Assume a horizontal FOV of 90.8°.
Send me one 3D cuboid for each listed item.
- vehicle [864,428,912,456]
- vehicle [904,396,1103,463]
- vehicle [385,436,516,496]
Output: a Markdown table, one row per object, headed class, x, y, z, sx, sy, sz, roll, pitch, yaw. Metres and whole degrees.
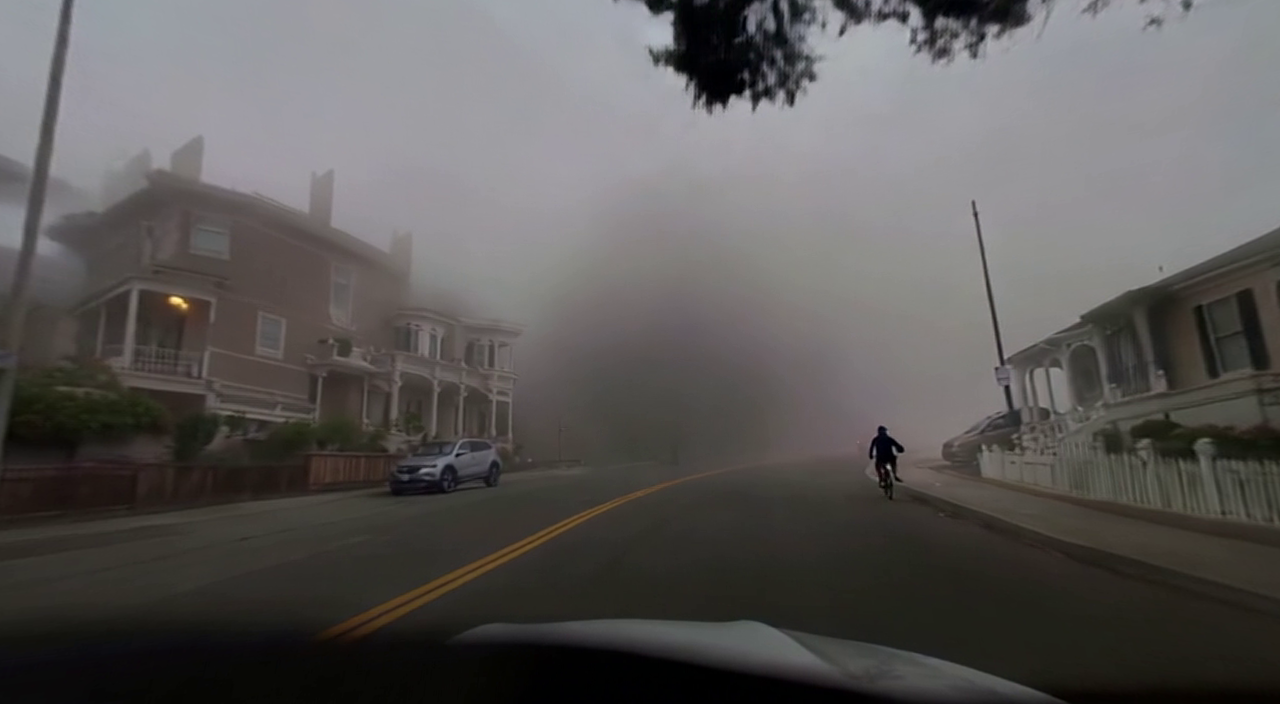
| class | x | y | z | sx | sy | sz | roll | pitch | yaw |
| --- | --- | --- | --- | --- | --- | --- | --- | --- | --- |
| vehicle | 16.376 | 5.969 | 41.536 | 2.105 | 1.705 | 4.392 | -5 | -10 | 31 |
| vehicle | 13.758 | 3.060 | 24.500 | 6.099 | 1.973 | 2.450 | -7 | -10 | 16 |
| vehicle | -5.838 | 3.573 | 20.125 | 1.937 | 1.670 | 4.391 | -2 | -9 | 15 |
